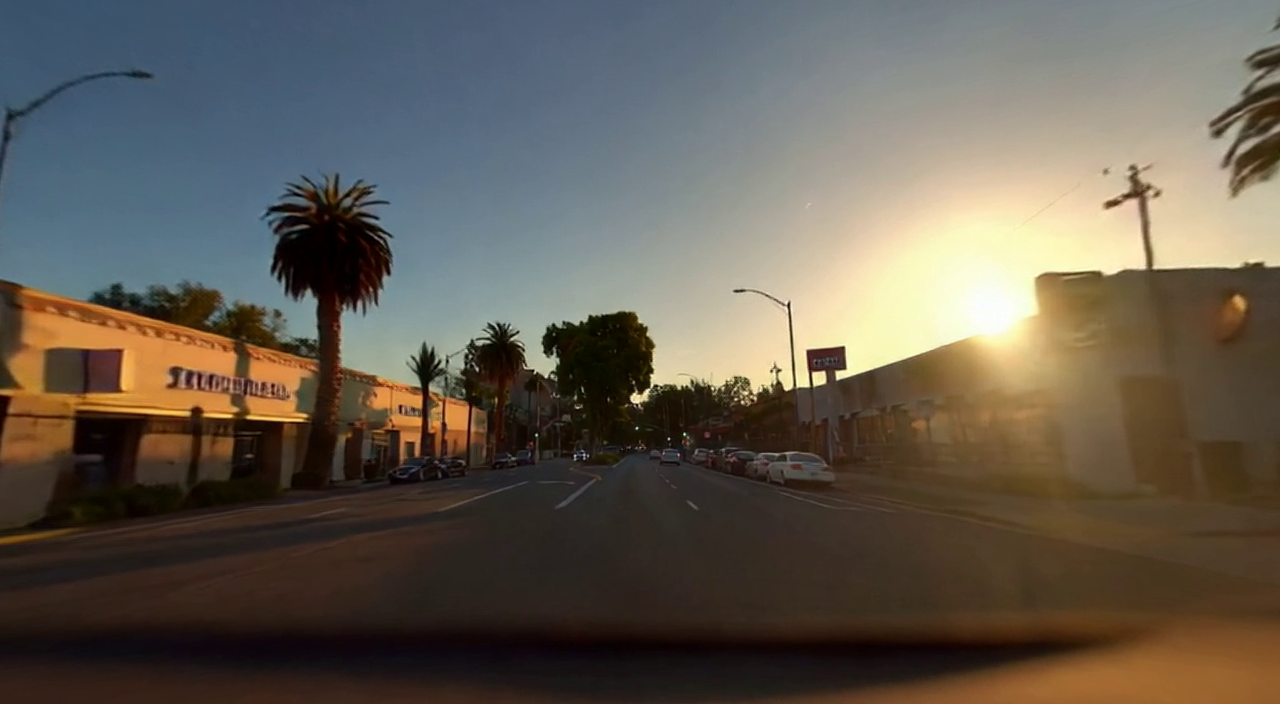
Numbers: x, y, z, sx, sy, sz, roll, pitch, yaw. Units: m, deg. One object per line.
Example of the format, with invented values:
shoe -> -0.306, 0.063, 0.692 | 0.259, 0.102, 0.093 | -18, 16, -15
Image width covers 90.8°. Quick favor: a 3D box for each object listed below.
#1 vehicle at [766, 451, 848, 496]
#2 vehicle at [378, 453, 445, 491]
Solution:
vehicle -> 6.377, 4.665, 24.690 | 1.840, 1.503, 4.760 | 0, -9, -1
vehicle -> -13.010, 6.816, 36.310 | 1.975, 1.570, 5.265 | -8, -7, -3
